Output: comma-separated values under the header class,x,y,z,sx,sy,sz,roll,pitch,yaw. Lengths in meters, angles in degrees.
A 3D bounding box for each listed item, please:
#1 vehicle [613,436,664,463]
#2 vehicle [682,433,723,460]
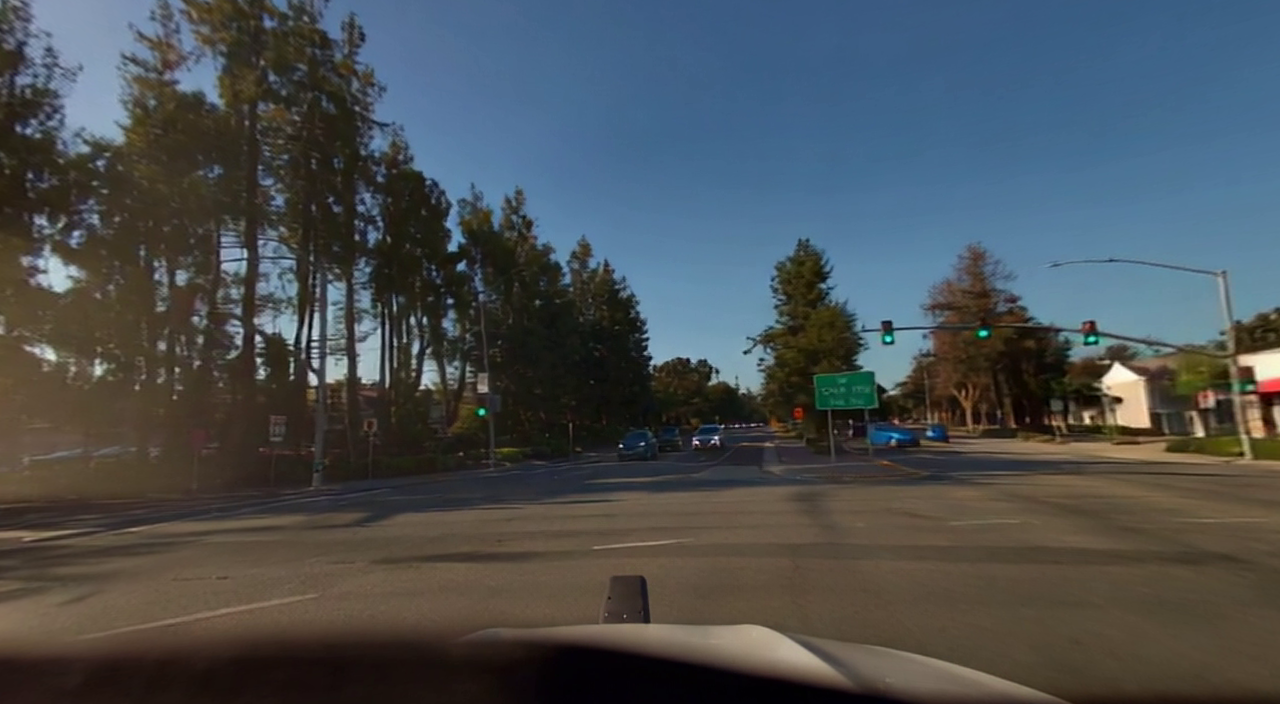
class,x,y,z,sx,sy,sz,roll,pitch,yaw
vehicle,-0.019,5.869,38.197,2.111,1.499,4.371,-2,-8,13
vehicle,3.849,5.709,38.275,1.920,1.546,4.086,-2,-8,14
